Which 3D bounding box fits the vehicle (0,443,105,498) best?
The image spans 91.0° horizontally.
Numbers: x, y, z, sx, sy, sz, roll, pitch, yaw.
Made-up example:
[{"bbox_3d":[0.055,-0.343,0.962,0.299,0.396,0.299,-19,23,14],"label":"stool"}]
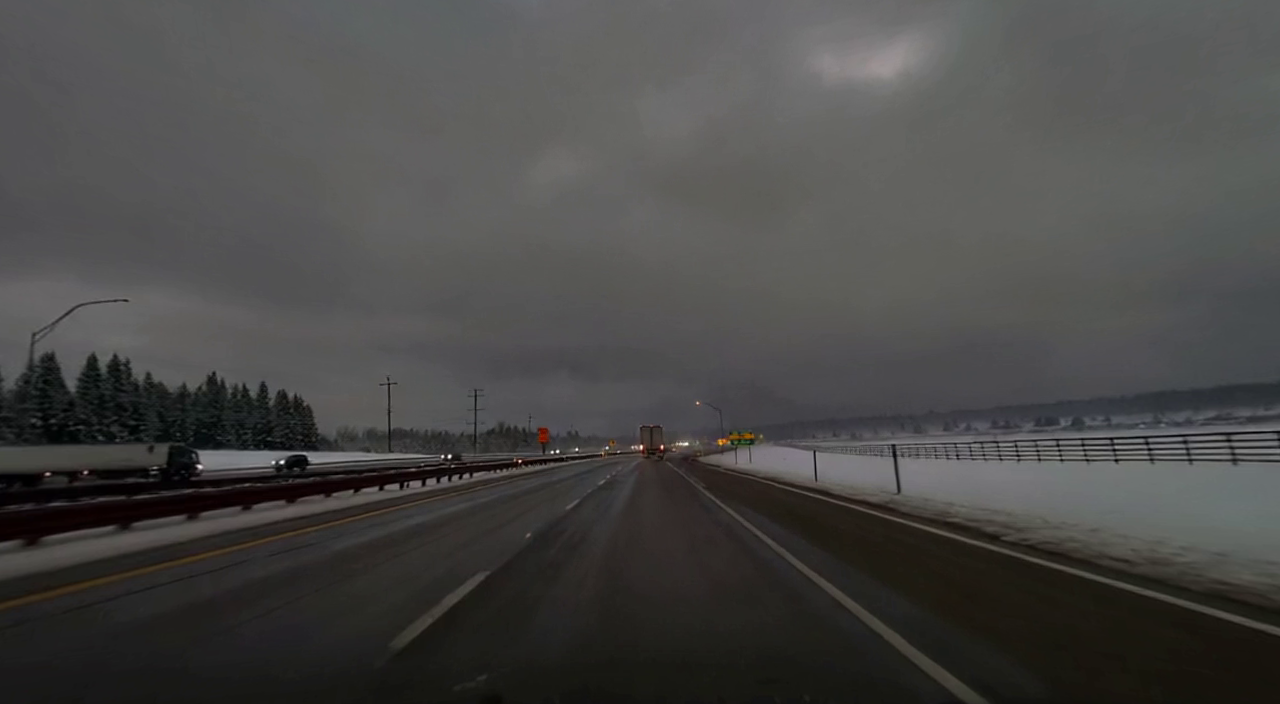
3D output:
[{"bbox_3d":[-48.007,8.509,44.993,3.082,3.896,14.770,-4,-10,22],"label":"vehicle"}]
